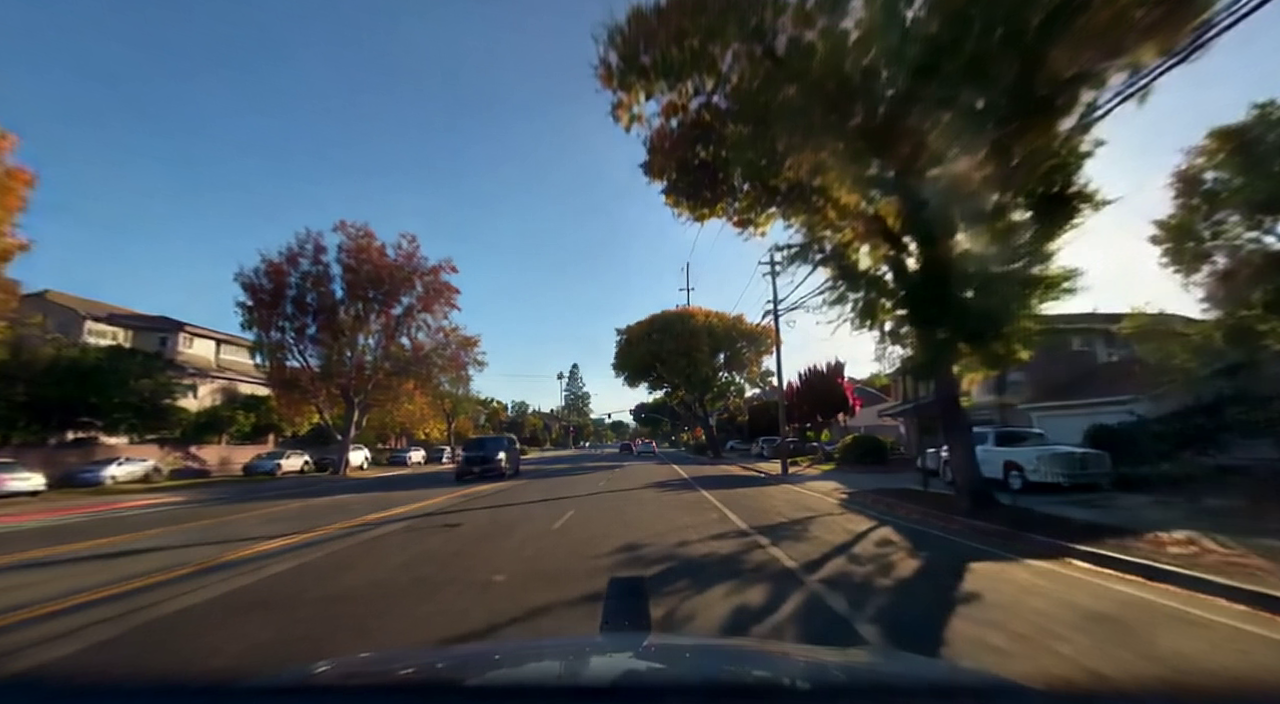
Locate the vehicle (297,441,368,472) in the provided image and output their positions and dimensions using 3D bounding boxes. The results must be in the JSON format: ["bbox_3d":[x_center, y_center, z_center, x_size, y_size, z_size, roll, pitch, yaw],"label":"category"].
[{"bbox_3d":[-20.218,6.891,41.692,2.047,1.898,5.032,0,-8,1],"label":"vehicle"}]

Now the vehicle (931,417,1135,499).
[{"bbox_3d":[11.284,3.096,18.756,2.392,2.063,5.213,1,-8,-5],"label":"vehicle"}]

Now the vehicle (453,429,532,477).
[{"bbox_3d":[-6.429,4.463,28.095,2.273,1.952,4.599,0,-8,2],"label":"vehicle"}]

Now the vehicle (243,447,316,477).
[{"bbox_3d":[-20.176,6.159,35.472,1.764,1.570,3.910,0,-8,0],"label":"vehicle"}]

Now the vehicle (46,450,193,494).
[{"bbox_3d":[-20.496,4.708,25.137,1.812,1.501,4.632,0,-8,1],"label":"vehicle"}]
